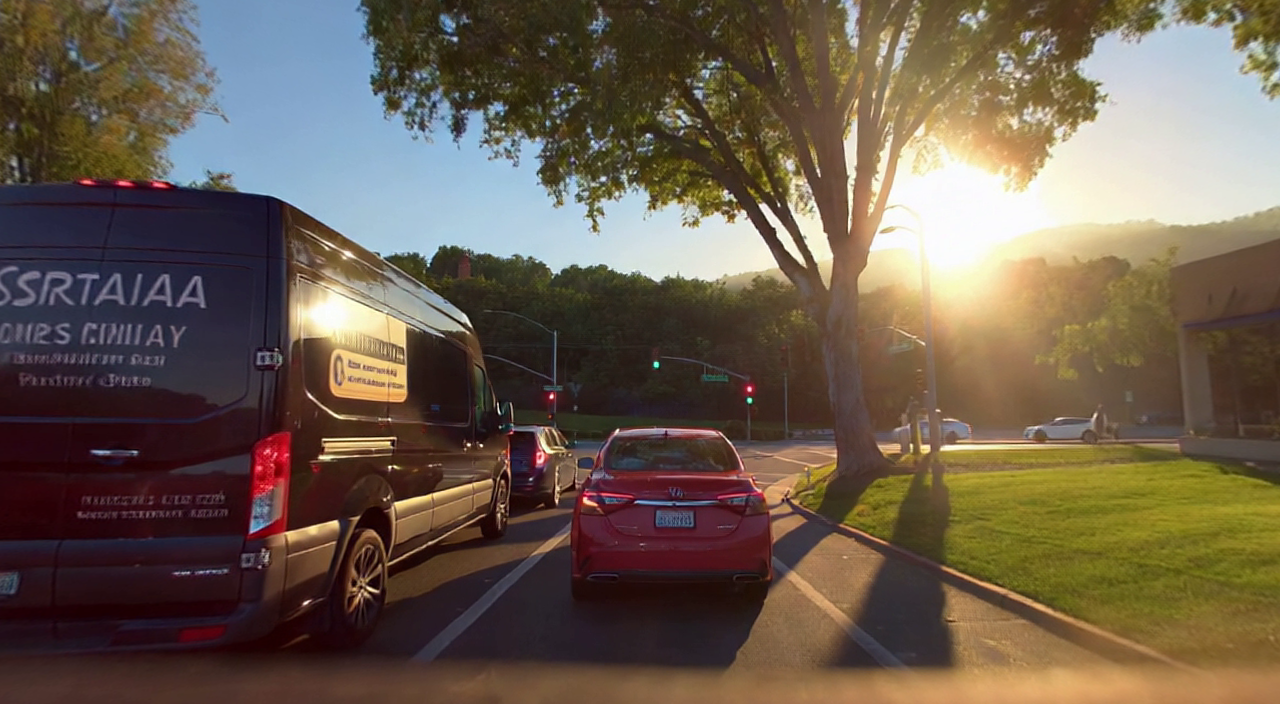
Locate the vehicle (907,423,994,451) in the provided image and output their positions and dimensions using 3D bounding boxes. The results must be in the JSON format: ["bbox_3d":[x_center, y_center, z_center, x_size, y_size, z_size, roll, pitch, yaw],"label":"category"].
[{"bbox_3d":[21.944,6.042,44.590,5.021,1.848,2.210,1,-9,-9],"label":"vehicle"}]

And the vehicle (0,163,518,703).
[{"bbox_3d":[-3.072,0.893,6.025,2.555,3.035,5.702,0,-8,1],"label":"vehicle"}]

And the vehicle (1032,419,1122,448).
[{"bbox_3d":[32.000,6.026,46.171,5.084,2.041,2.360,1,-9,-9],"label":"vehicle"}]

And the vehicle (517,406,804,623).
[{"bbox_3d":[0.314,1.666,7.471,2.398,1.773,4.254,-1,-8,4],"label":"vehicle"}]
